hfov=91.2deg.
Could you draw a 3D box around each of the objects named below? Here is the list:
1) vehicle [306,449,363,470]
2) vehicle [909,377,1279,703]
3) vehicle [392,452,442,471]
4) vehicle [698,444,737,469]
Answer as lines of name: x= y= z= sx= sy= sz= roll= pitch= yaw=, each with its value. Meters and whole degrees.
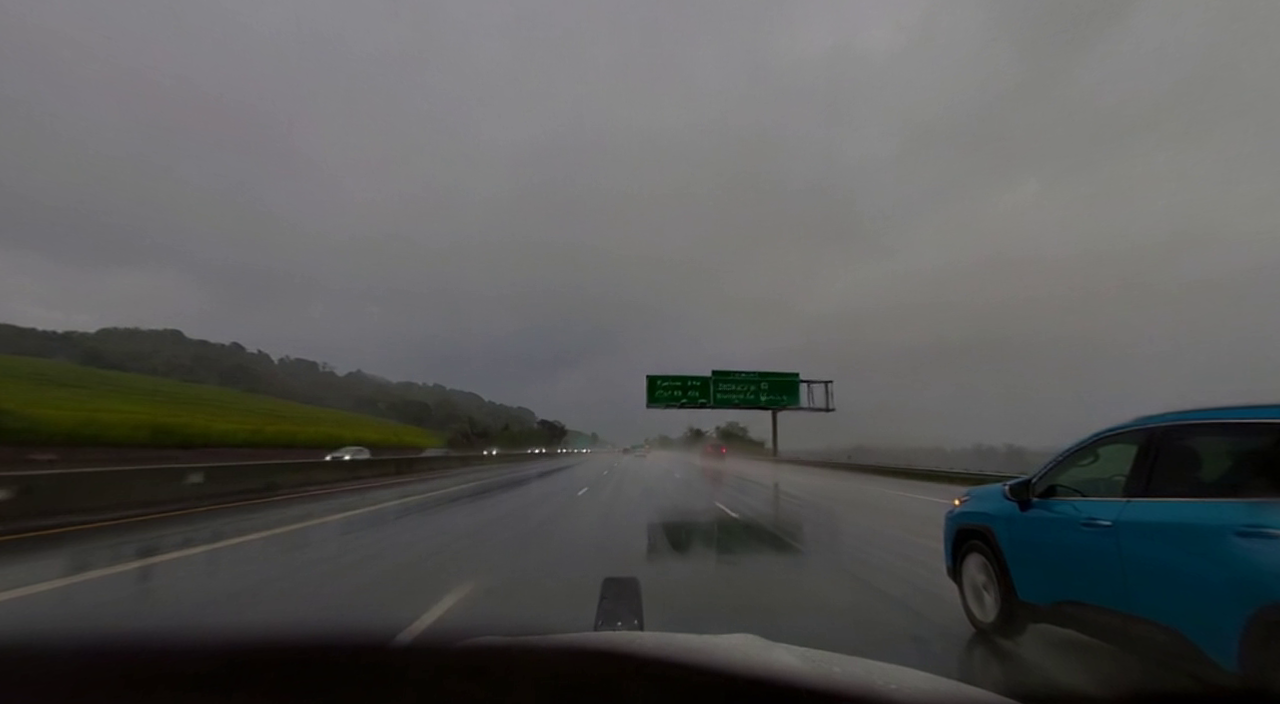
vehicle: x=-22.627 y=7.955 z=46.607 sx=1.891 sy=1.466 sz=4.701 roll=0 pitch=-9 yaw=0
vehicle: x=3.475 y=1.167 z=3.787 sx=1.784 sy=1.733 sz=4.141 roll=0 pitch=-9 yaw=-1
vehicle: x=-15.267 y=7.481 z=43.113 sx=1.805 sy=1.197 sz=4.391 roll=-1 pitch=-9 yaw=1
vehicle: x=5.498 y=7.491 z=45.071 sx=2.006 sy=1.652 sz=4.417 roll=0 pitch=-9 yaw=-3
